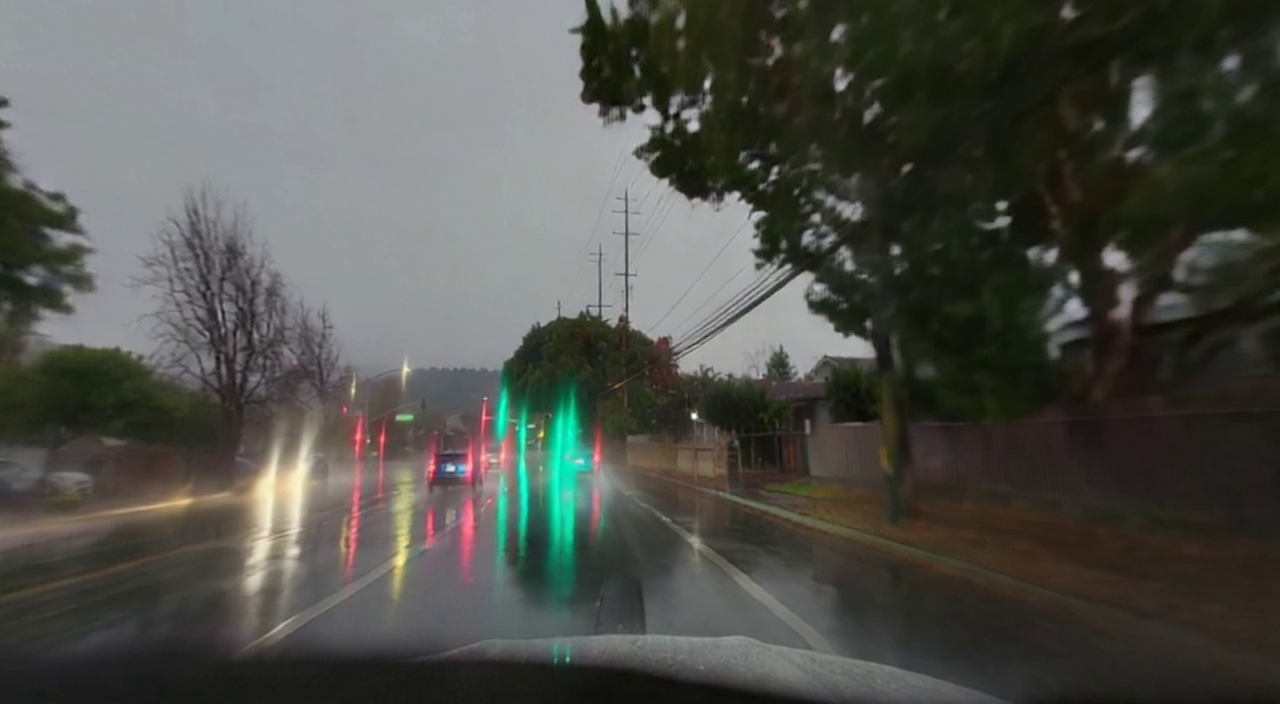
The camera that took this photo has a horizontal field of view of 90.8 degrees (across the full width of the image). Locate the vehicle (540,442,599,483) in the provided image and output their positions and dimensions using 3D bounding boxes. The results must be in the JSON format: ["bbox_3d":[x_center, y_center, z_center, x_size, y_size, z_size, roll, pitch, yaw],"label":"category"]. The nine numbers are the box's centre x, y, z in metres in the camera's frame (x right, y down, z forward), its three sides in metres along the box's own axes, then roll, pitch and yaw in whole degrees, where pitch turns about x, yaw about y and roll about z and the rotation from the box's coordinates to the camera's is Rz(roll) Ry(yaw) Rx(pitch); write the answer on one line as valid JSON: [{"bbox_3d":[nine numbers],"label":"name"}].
[{"bbox_3d":[-2.921,4.432,25.693,2.168,1.504,4.284,1,-9,-8],"label":"vehicle"}]

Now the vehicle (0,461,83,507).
[{"bbox_3d":[-23.997,5.045,23.892,3.916,1.509,1.804,-2,-8,-13],"label":"vehicle"}]

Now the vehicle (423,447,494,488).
[{"bbox_3d":[-6.793,4.333,24.069,1.913,1.425,4.235,1,-9,-7],"label":"vehicle"}]

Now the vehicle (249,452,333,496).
[{"bbox_3d":[-18.820,6.538,34.415,2.094,2.000,5.603,2,-7,-8],"label":"vehicle"}]
